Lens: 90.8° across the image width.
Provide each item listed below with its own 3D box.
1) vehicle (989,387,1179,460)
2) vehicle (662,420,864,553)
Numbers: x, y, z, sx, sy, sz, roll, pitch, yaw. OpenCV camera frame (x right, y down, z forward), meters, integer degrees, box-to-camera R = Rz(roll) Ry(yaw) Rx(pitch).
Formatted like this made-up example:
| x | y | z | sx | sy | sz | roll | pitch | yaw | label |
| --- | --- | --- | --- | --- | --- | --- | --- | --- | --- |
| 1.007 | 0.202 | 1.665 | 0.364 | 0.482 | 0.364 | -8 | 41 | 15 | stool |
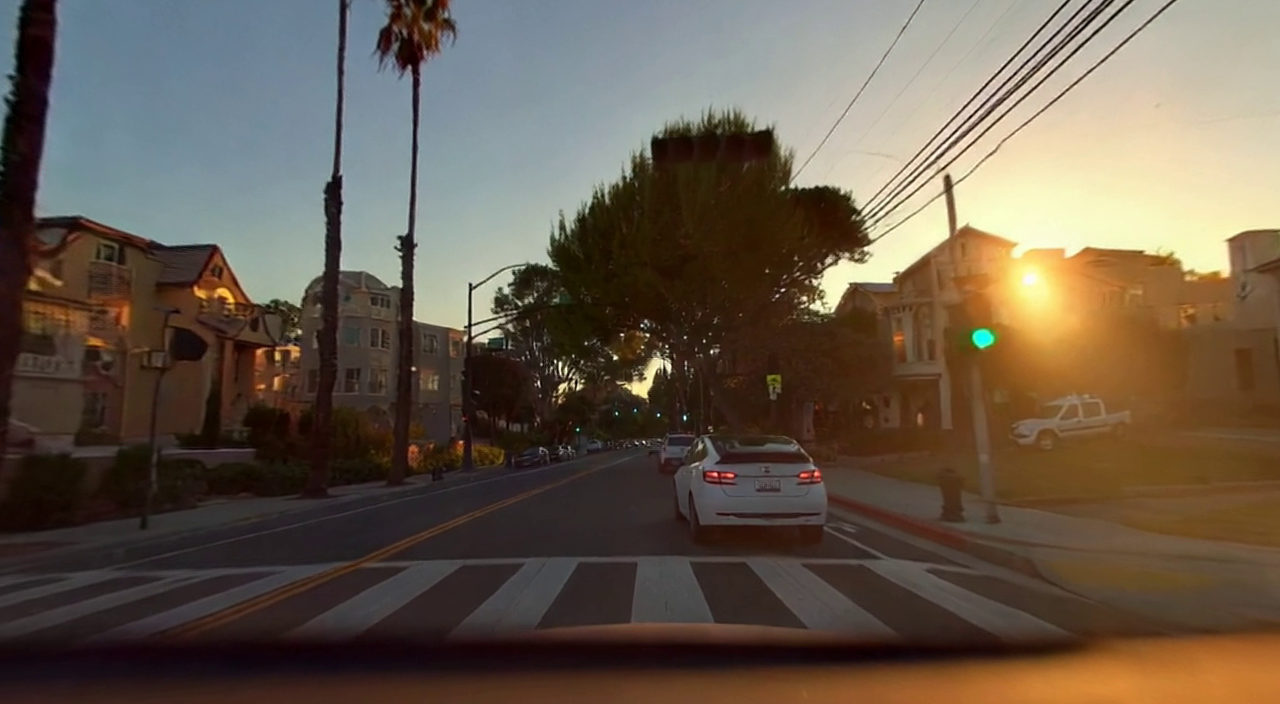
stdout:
| x | y | z | sx | sy | sz | roll | pitch | yaw | label |
| --- | --- | --- | --- | --- | --- | --- | --- | --- | --- |
| 17.677 | 2.881 | 25.416 | 5.880 | 2.540 | 2.003 | -3 | -6 | 2 | vehicle |
| 1.537 | 1.938 | 9.806 | 2.096 | 1.552 | 4.519 | 1 | -9 | -2 | vehicle |
